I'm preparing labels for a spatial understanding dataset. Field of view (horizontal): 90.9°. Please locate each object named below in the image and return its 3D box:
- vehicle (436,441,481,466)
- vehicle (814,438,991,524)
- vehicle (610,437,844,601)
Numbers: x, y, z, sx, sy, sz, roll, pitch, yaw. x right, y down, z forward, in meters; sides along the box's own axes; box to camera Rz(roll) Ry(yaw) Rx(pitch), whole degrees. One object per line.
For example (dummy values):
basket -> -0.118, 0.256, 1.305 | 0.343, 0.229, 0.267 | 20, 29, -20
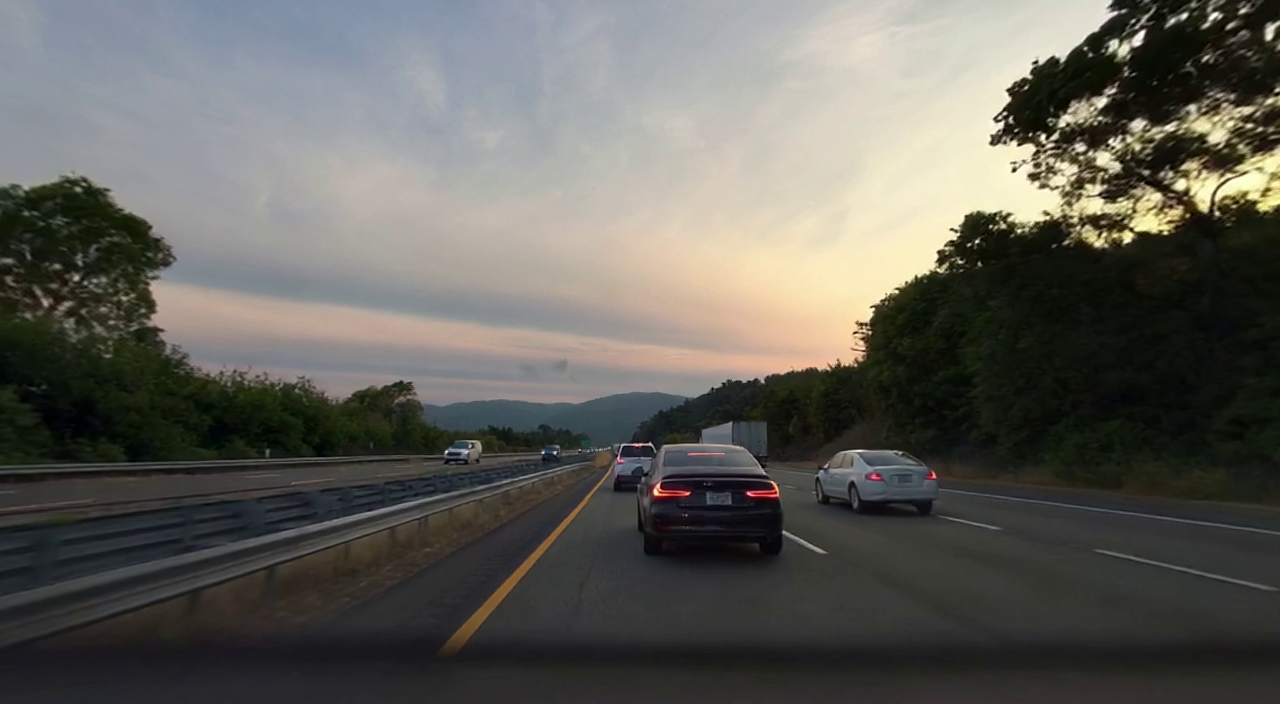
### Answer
vehicle -> -13.152, 7.397, 45.912 | 1.991, 1.677, 4.499 | 0, -9, -1
vehicle -> 5.307, 2.645, 13.438 | 1.908, 1.500, 4.157 | 0, -9, -1
vehicle -> 0.719, 1.785, 7.551 | 2.094, 1.426, 3.725 | 0, -9, -2
